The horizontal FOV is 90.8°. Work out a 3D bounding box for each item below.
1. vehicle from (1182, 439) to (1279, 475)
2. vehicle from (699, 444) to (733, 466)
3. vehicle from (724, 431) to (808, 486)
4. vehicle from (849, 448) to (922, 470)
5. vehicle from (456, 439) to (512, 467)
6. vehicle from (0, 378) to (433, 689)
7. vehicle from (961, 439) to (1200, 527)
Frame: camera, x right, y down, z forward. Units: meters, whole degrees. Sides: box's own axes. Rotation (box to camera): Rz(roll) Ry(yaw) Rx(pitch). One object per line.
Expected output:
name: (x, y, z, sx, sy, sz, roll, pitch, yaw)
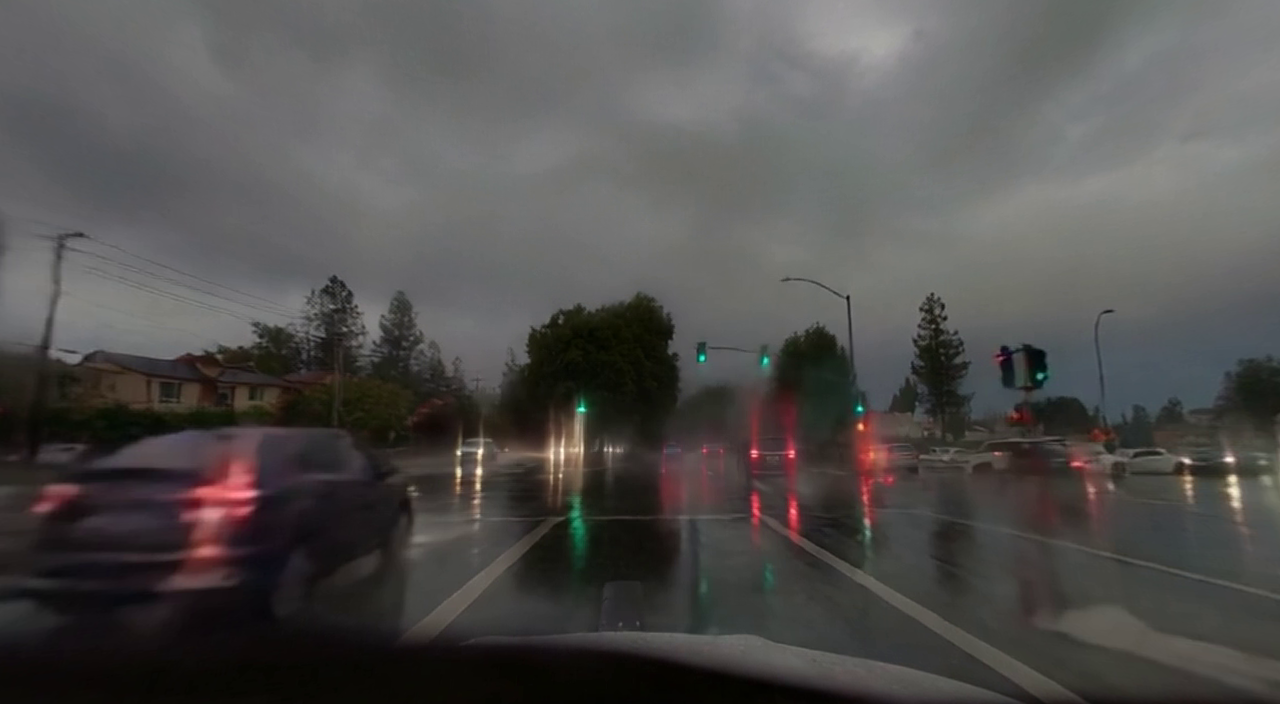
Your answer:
vehicle: (34.029, 5.914, 35.753, 5.840, 1.902, 2.220, 3, -9, -18)
vehicle: (5.226, 7.159, 44.179, 2.064, 1.474, 4.389, 0, -9, 3)
vehicle: (4.555, 3.945, 23.665, 2.209, 1.813, 4.724, 0, -9, 1)
vehicle: (18.043, 7.853, 46.681, 2.040, 1.472, 4.846, 5, -10, -28)
vehicle: (-10.391, 6.743, 42.426, 2.155, 1.768, 4.904, -1, -9, 4)
vehicle: (-3.762, 1.403, 6.099, 2.258, 1.812, 4.650, 1, -9, -5)
vehicle: (8.631, 2.564, 12.967, 1.949, 1.492, 4.103, 0, -9, 0)
